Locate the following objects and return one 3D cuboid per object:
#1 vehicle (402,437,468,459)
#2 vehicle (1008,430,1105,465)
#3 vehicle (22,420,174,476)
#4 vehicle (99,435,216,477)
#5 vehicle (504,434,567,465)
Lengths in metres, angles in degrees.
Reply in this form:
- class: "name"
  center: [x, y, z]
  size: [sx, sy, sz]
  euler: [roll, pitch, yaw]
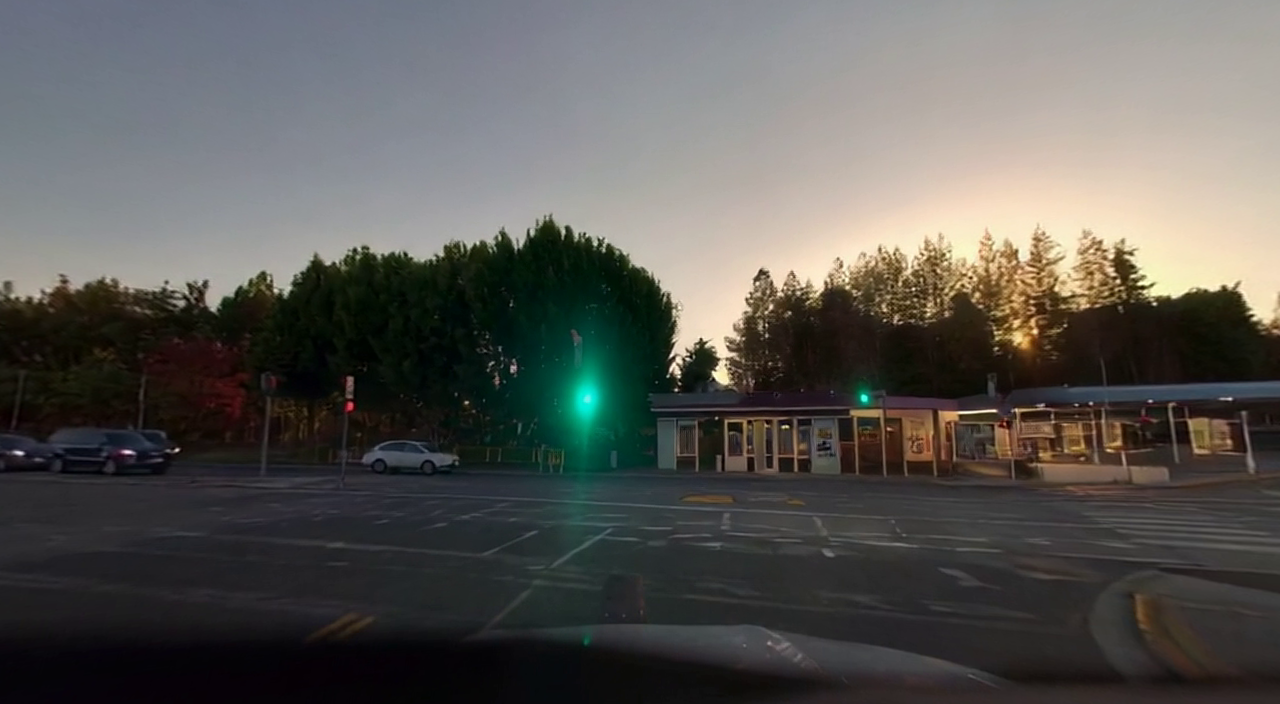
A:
- class: "vehicle"
  center: [-15.439, 7.252, 47.568]
  size: [2.015, 1.529, 4.598]
  euler: [-4, -9, 27]
- class: "vehicle"
  center: [24.657, 5.673, 37.392]
  size: [4.474, 1.956, 2.263]
  euler: [-4, -9, 27]
- class: "vehicle"
  center: [-20.865, 3.731, 24.544]
  size: [2.337, 1.934, 4.843]
  euler: [2, -9, -12]
- class: "vehicle"
  center: [-17.716, 3.821, 23.306]
  size: [1.789, 1.399, 4.236]
  euler: [2, -9, -14]
- class: "vehicle"
  center: [-6.884, 6.453, 41.752]
  size: [2.072, 1.922, 4.112]
  euler: [-4, -9, 27]
